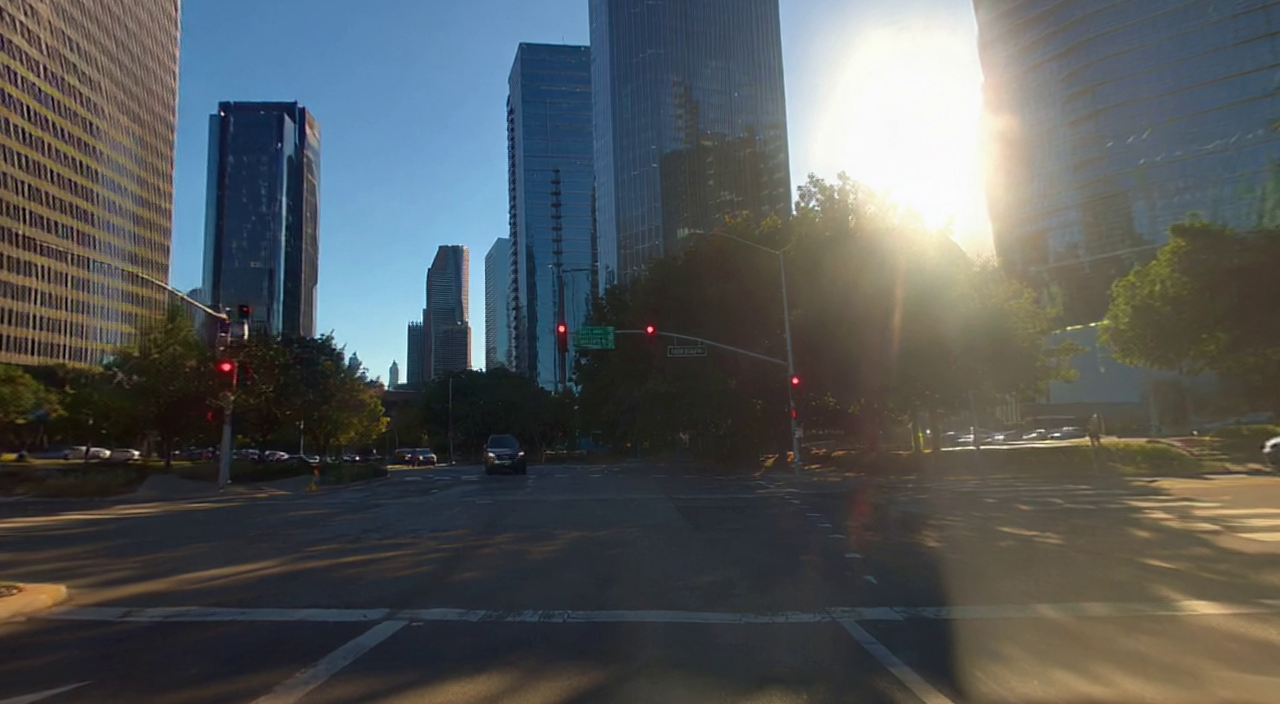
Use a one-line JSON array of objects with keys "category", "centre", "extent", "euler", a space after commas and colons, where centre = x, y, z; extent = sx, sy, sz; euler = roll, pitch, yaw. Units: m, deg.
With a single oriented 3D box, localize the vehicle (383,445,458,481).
[{"category": "vehicle", "centre": [-11.672, 5.933, 33.939], "extent": [2.069, 1.771, 4.947], "euler": [0, -9, 3]}]
